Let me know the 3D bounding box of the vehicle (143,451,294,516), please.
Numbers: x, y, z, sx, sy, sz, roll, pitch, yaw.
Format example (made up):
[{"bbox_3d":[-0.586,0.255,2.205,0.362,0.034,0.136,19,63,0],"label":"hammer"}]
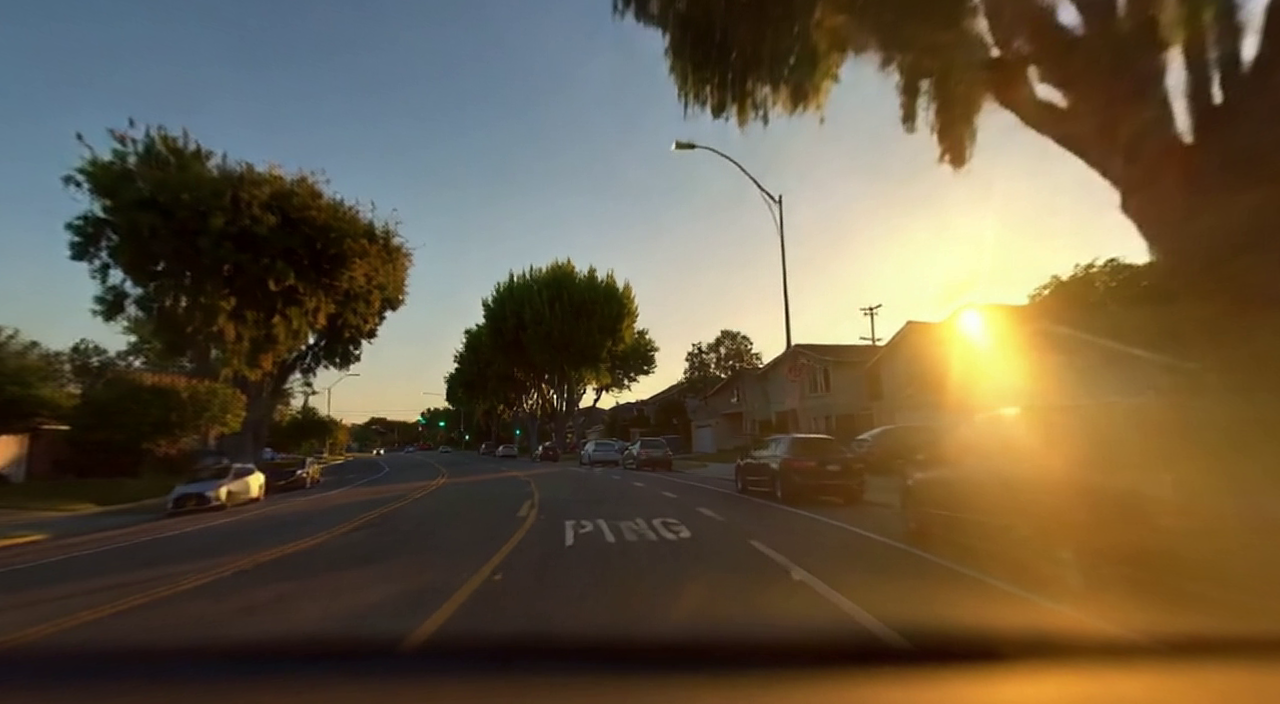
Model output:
[{"bbox_3d":[-13.175,4.056,20.089,2.292,1.499,4.661,-4,-7,-11],"label":"vehicle"}]

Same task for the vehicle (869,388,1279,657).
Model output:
[{"bbox_3d":[4.910,1.526,6.897,1.954,1.732,6.409,2,-8,-5],"label":"vehicle"}]

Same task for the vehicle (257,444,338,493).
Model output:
[{"bbox_3d":[-15.557,5.254,28.879,1.992,1.677,4.499,-5,-6,-13],"label":"vehicle"}]

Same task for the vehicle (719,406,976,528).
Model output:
[{"bbox_3d":[3.931,2.396,13.880,2.402,1.889,6.910,4,-9,-9],"label":"vehicle"}]

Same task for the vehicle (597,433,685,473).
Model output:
[{"bbox_3d":[-0.165,5.200,32.535,2.723,1.785,7.174,3,-9,-15],"label":"vehicle"}]
